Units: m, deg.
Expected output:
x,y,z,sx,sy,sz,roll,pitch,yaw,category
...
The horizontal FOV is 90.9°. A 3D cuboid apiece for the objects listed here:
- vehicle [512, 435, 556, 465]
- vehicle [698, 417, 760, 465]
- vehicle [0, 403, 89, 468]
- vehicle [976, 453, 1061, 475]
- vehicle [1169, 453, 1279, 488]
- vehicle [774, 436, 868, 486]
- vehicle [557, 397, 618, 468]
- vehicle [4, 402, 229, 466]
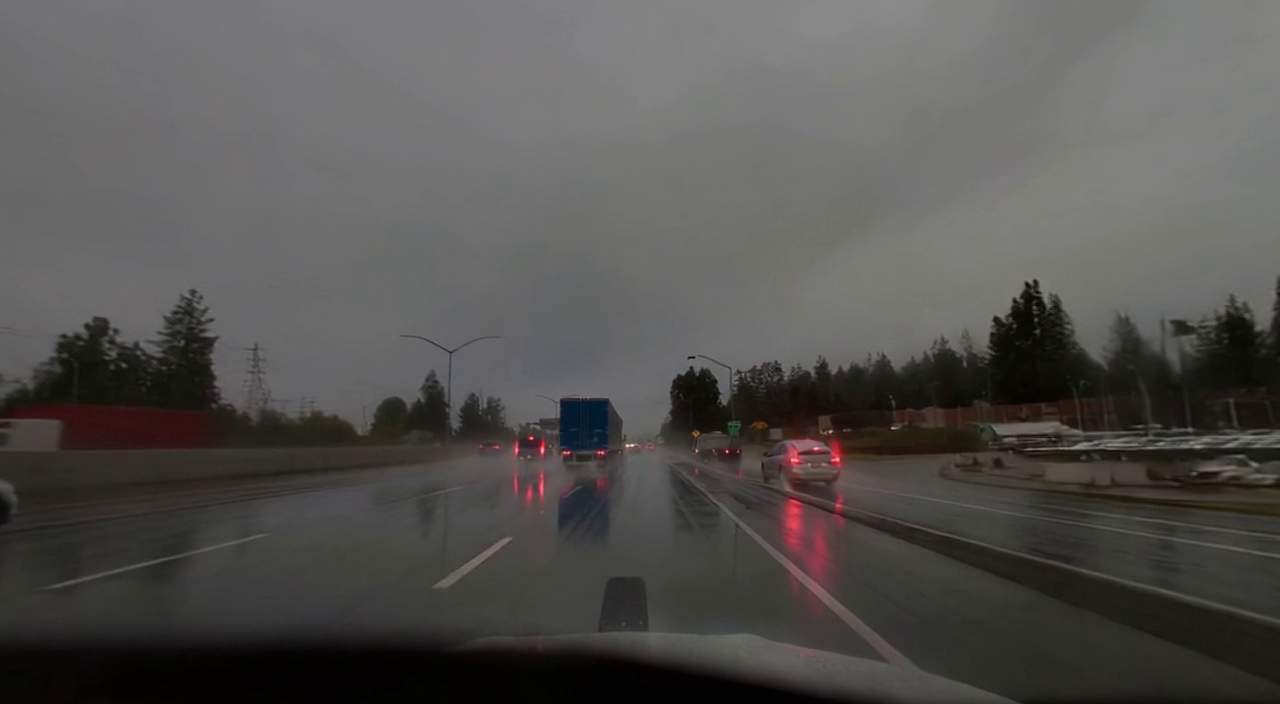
x,y,z,sx,sy,sz,roll,pitch,yaw,category
-6.914,6.440,41.500,2.058,1.840,4.443,0,-8,1,vehicle
6.453,6.722,47.499,2.960,3.202,9.112,0,-8,-2,vehicle
-36.644,4.896,36.668,2.996,3.563,6.592,0,-8,1,vehicle
26.857,7.953,44.817,4.749,1.482,2.061,0,-8,-4,vehicle
27.261,5.393,28.877,4.388,1.500,1.913,0,-8,-4,vehicle
6.740,4.094,24.023,2.083,1.706,4.129,0,-8,-4,vehicle
-3.238,5.538,42.759,2.905,4.037,12.921,0,-8,1,vehicle
-36.567,6.046,45.749,2.850,3.832,15.624,0,-8,1,vehicle
